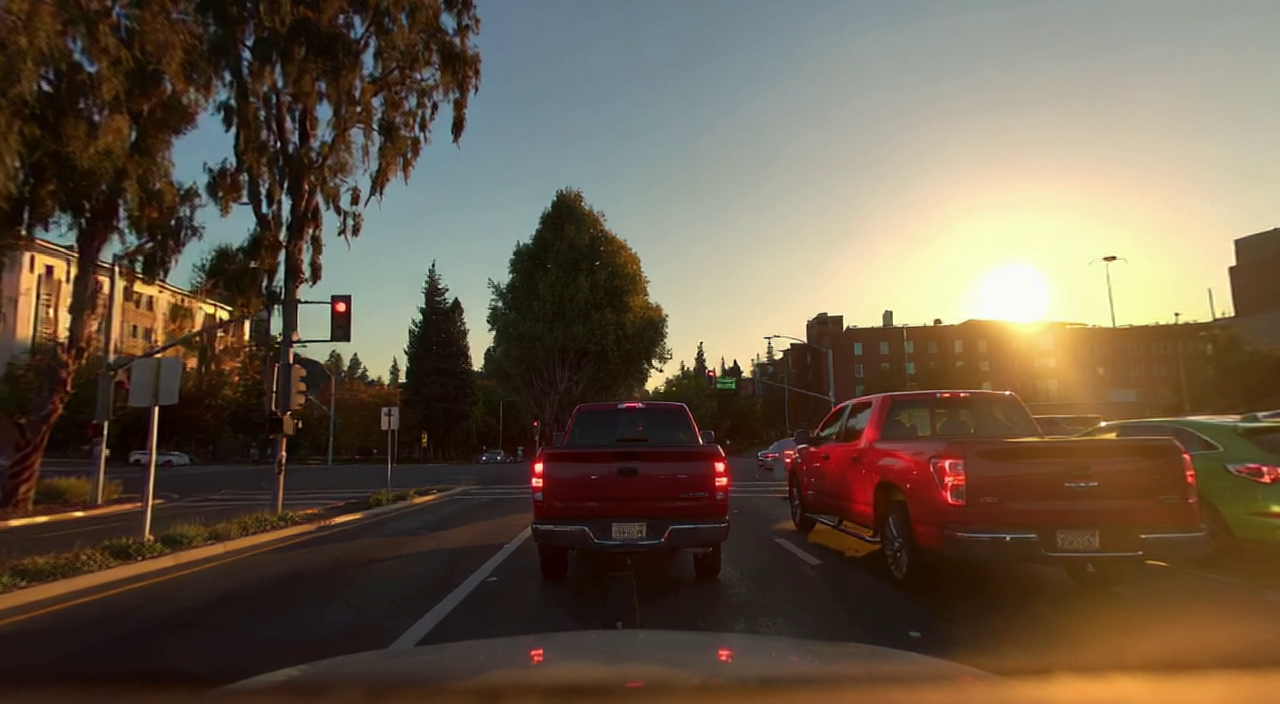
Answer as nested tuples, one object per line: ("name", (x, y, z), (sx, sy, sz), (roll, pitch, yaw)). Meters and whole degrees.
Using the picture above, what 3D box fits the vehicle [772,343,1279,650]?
("vehicle", (3.317, 1.329, 6.936), (2.412, 1.953, 5.682), (0, -9, -1))

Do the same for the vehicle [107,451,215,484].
("vehicle", (-26.394, 6.332, 35.002), (4.437, 1.669, 1.936), (5, -10, -30))

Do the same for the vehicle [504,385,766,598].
("vehicle", (-0.068, 1.571, 8.007), (2.240, 1.821, 5.001), (0, -9, -1))
